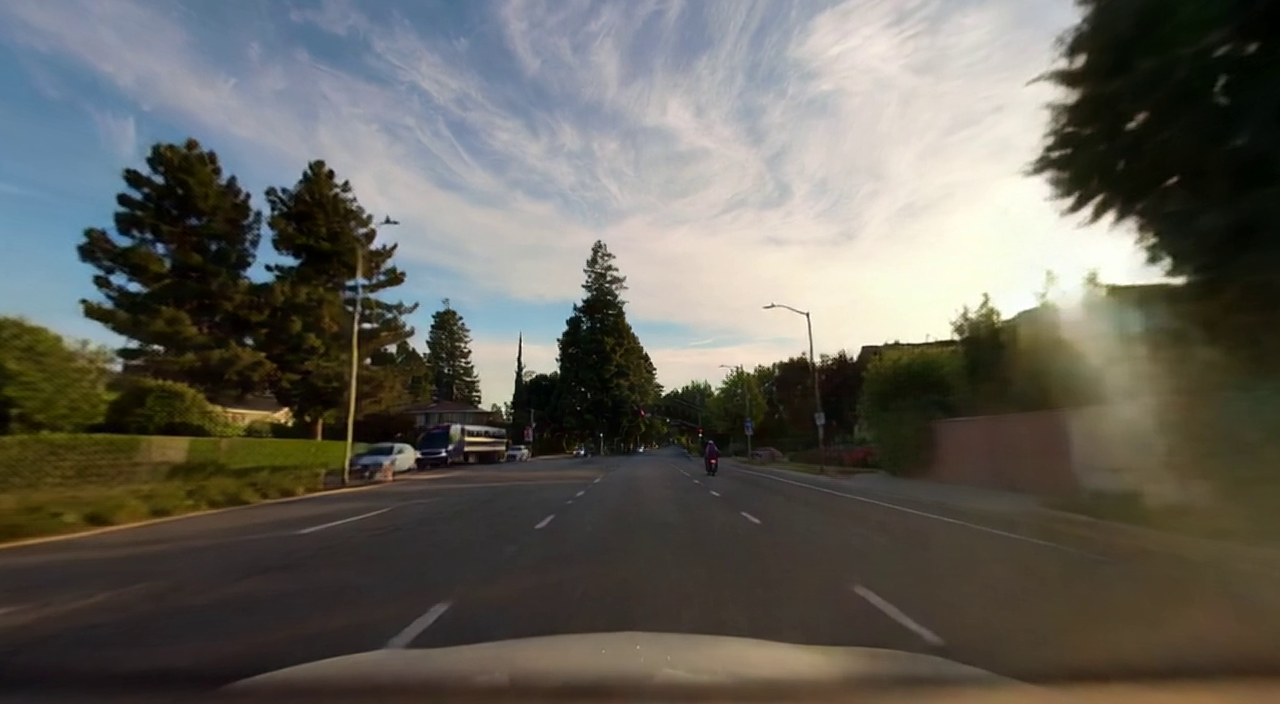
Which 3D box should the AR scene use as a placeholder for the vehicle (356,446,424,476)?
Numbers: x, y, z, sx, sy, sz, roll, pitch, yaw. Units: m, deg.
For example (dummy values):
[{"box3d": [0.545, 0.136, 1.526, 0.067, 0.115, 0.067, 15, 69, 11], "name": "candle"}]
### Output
[{"box3d": [-13.814, 6.029, 35.114, 1.888, 1.456, 4.406, -1, -8, 1], "name": "vehicle"}]
